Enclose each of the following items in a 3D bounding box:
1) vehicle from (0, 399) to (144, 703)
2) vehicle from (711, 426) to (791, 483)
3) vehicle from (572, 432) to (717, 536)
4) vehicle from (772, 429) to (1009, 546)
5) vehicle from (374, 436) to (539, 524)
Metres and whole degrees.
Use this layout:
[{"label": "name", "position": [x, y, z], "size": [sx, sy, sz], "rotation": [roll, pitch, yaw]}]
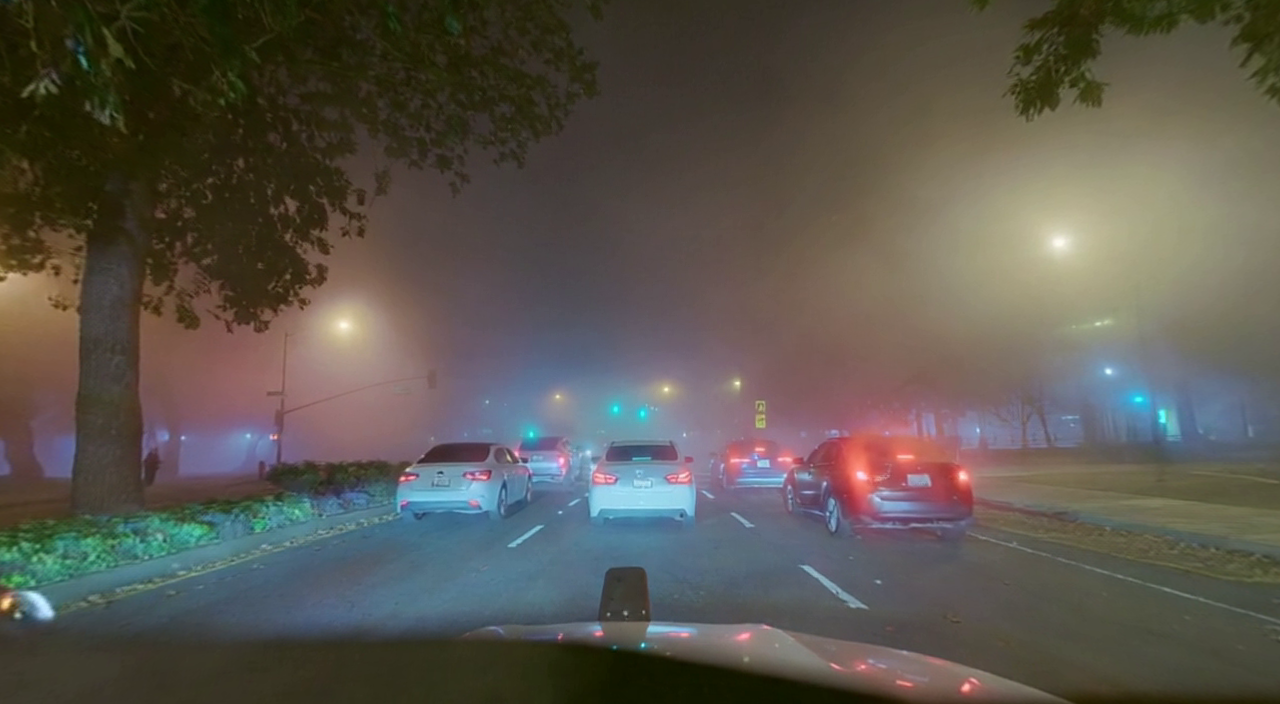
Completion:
[{"label": "vehicle", "position": [-3.361, 0.686, 0.676], "size": [2.038, 1.481, 4.379], "rotation": [0, -8, 1]}, {"label": "vehicle", "position": [4.199, 3.994, 24.800], "size": [2.142, 1.957, 5.443], "rotation": [0, -8, 0]}, {"label": "vehicle", "position": [0.010, 2.215, 11.202], "size": [2.101, 1.480, 3.929], "rotation": [0, -8, -2]}, {"label": "vehicle", "position": [3.739, 2.094, 10.483], "size": [1.990, 1.486, 4.431], "rotation": [0, -8, -2]}, {"label": "vehicle", "position": [-3.429, 2.461, 12.713], "size": [2.002, 1.465, 4.098], "rotation": [0, -8, 1]}]
